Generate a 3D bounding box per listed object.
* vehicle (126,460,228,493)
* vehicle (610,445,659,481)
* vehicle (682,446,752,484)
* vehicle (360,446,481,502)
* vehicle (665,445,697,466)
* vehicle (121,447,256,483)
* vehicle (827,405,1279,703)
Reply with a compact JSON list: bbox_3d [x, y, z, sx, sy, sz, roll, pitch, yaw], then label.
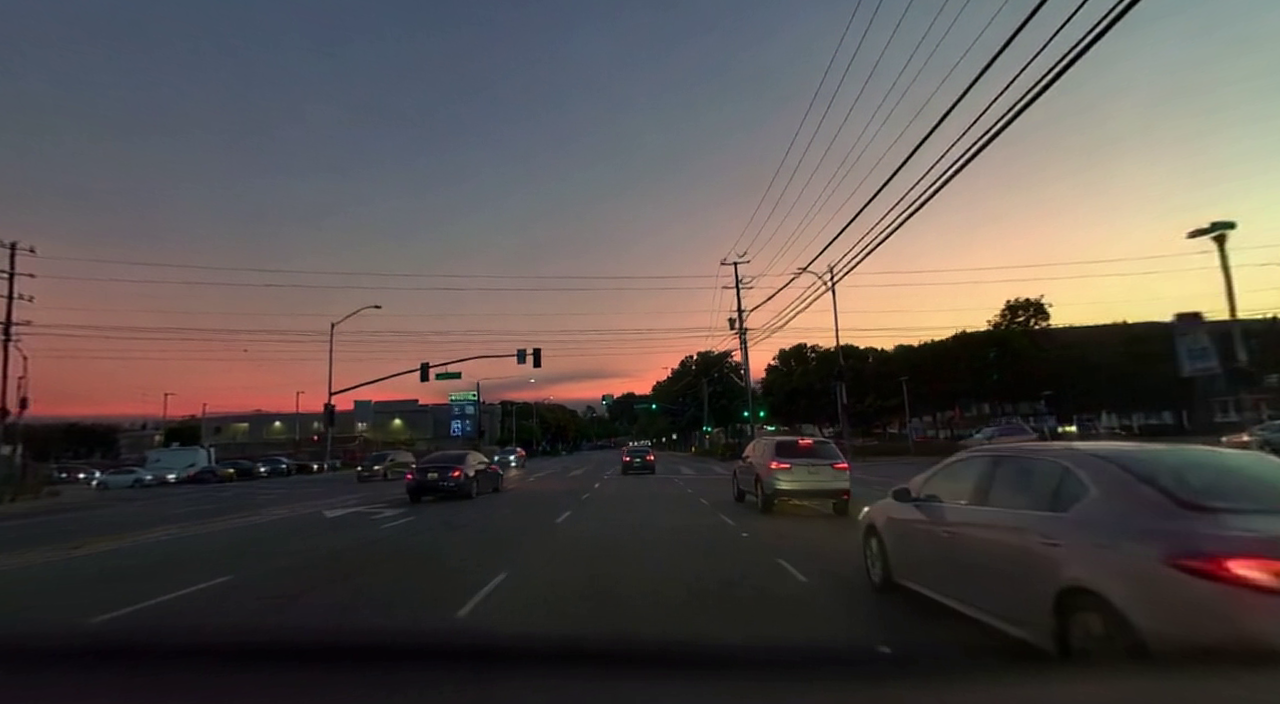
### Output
[{"bbox_3d":[-25.806,6.913,35.222,4.989,1.567,2.075,-2,-10,21],"label":"vehicle"},{"bbox_3d":[-0.260,4.986,28.662,2.065,1.484,3.894,0,-8,-1],"label":"vehicle"},{"bbox_3d":[3.150,4.723,26.827,2.208,1.436,4.542,0,-8,-3],"label":"vehicle"},{"bbox_3d":[-6.369,3.561,18.927,2.075,1.470,4.190,0,-8,1],"label":"vehicle"},{"bbox_3d":[3.040,7.773,47.763,1.971,1.477,4.121,0,-8,-2],"label":"vehicle"},{"bbox_3d":[-30.336,7.565,42.656,6.968,2.250,2.605,0,-8,-3],"label":"vehicle"},{"bbox_3d":[2.959,1.224,4.216,1.945,1.470,4.363,0,-8,-2],"label":"vehicle"}]
